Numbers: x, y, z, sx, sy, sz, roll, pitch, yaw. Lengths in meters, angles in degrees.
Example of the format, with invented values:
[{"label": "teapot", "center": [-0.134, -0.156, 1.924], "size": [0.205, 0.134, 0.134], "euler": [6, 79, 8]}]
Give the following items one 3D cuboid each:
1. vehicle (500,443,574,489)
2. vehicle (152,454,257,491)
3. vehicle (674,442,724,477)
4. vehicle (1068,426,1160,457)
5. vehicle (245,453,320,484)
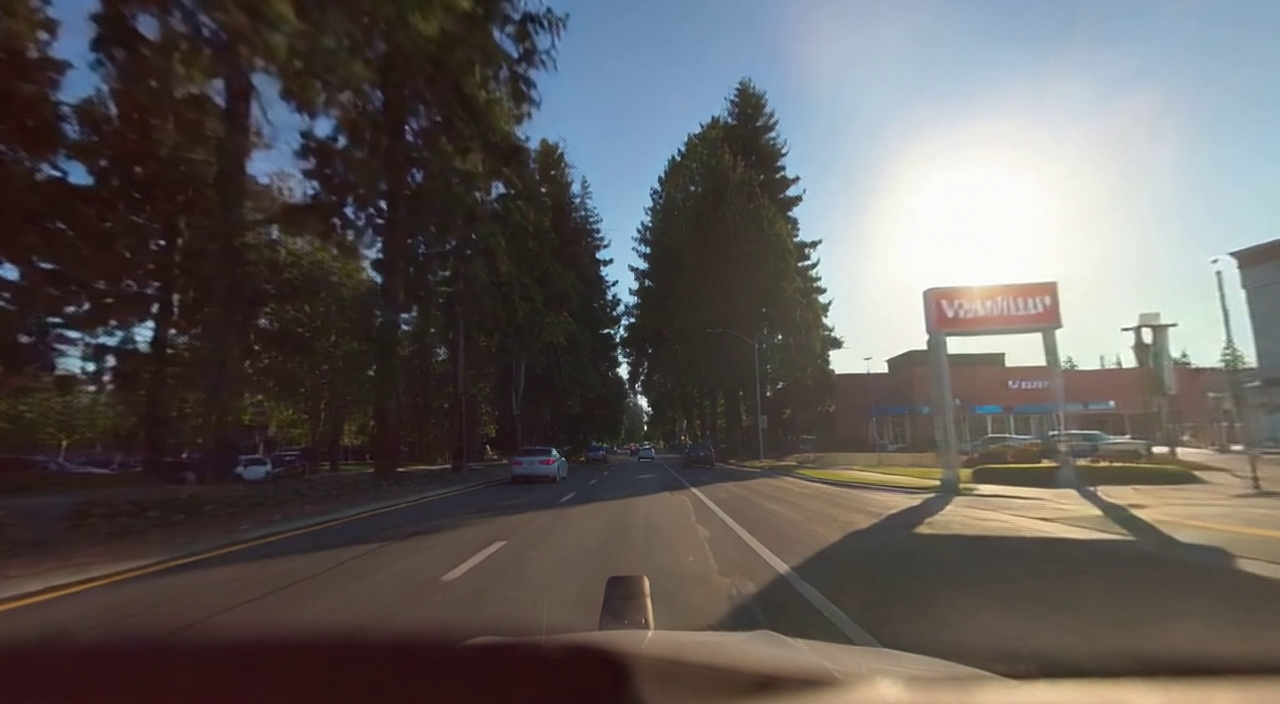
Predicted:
[{"label": "vehicle", "center": [-3.692, 4.161, 23.360], "size": [1.908, 1.481, 4.536], "euler": [0, -9, 1]}, {"label": "vehicle", "center": [-22.775, 6.301, 33.250], "size": [2.040, 1.757, 4.730], "euler": [0, -9, 1]}, {"label": "vehicle", "center": [2.788, 5.207, 30.617], "size": [1.922, 1.579, 3.642], "euler": [0, -9, -2]}, {"label": "vehicle", "center": [26.276, 4.983, 35.144], "size": [1.677, 1.591, 4.298], "euler": [-1, -8, -1]}, {"label": "vehicle", "center": [-22.526, 7.325, 39.939], "size": [1.958, 1.780, 4.479], "euler": [-1, -9, 3]}]
